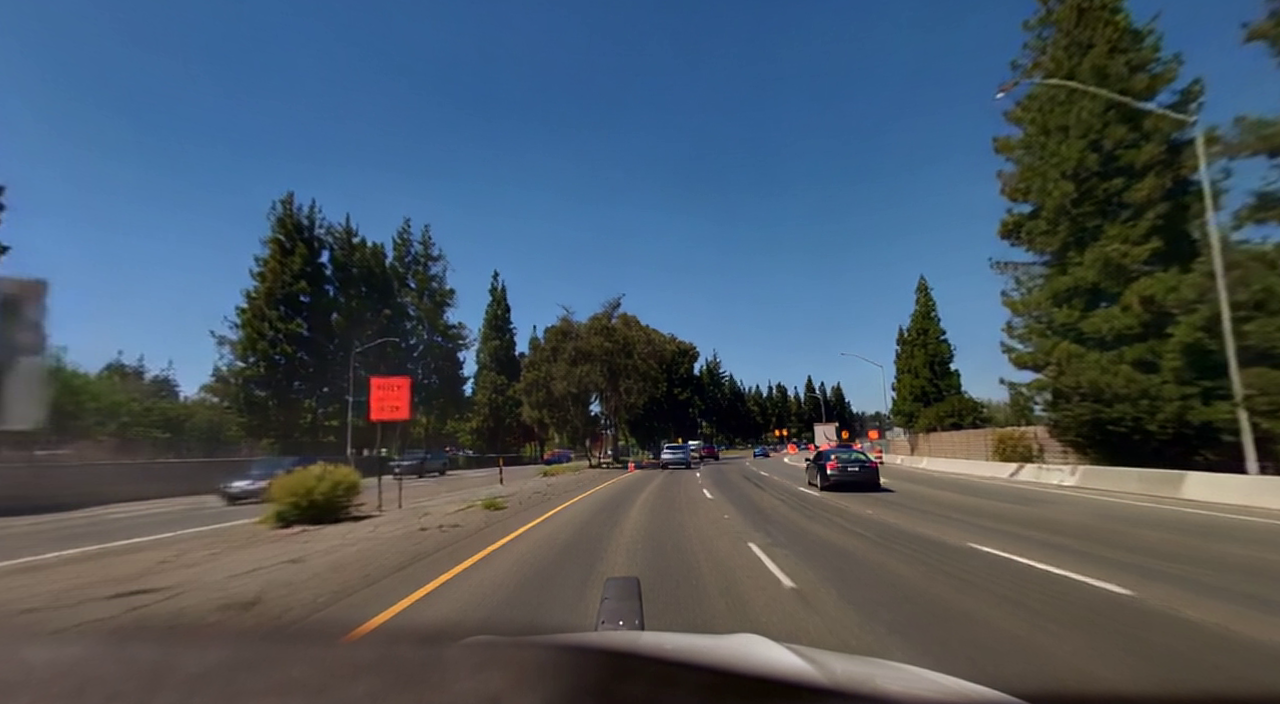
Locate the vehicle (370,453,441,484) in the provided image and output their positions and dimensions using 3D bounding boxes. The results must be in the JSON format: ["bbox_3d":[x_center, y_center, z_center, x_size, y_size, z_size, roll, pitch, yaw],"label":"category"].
[{"bbox_3d":[-13.566,6.752,36.864,1.913,1.610,4.549,-1,-9,7],"label":"vehicle"}]

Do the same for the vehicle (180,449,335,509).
[{"bbox_3d":[-11.958,3.962,20.183,2.032,1.657,4.271,-1,-9,4],"label":"vehicle"}]

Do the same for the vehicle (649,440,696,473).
[{"bbox_3d":[1.849,5.673,34.457,2.201,1.676,4.541,-1,-9,7],"label":"vehicle"}]

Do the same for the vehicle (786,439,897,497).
[{"bbox_3d":[5.679,3.313,18.430,2.044,1.474,4.083,-1,-9,3],"label":"vehicle"}]
